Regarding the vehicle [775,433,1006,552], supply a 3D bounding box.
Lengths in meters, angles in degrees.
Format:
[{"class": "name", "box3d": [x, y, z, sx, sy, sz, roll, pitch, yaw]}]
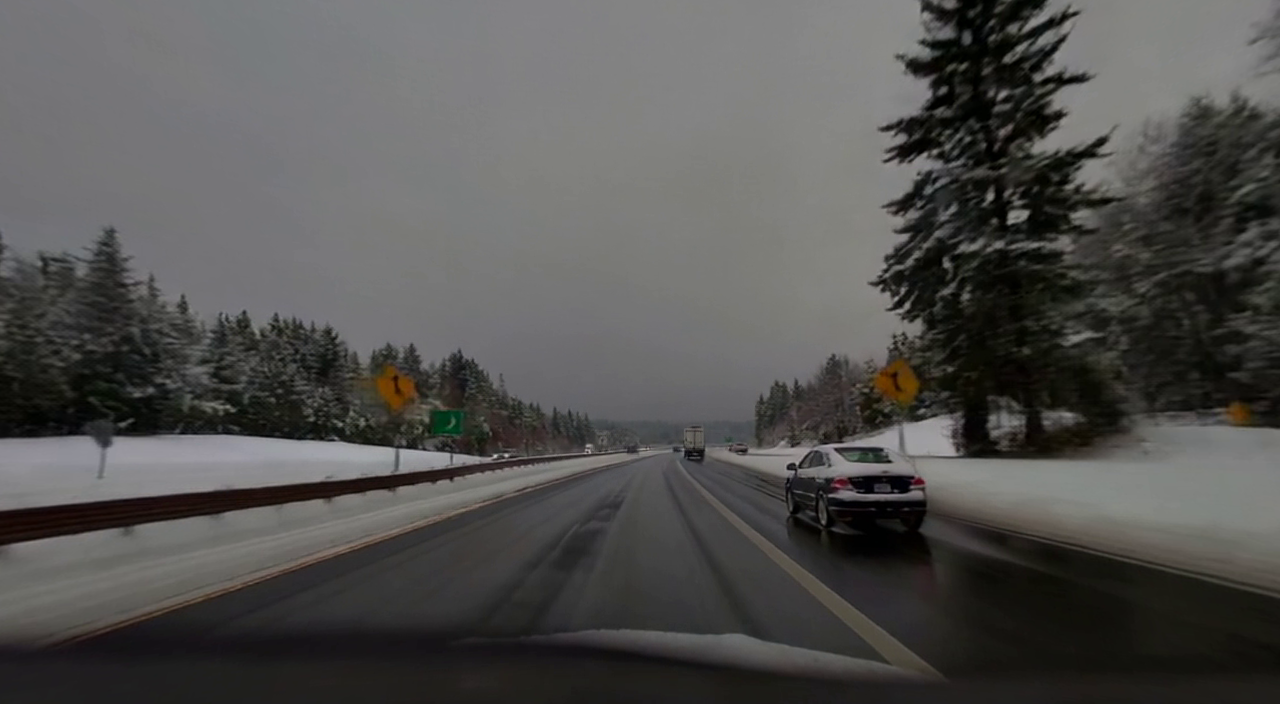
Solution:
[{"class": "vehicle", "box3d": [3.606, 2.095, 10.061, 1.938, 1.456, 4.204, 0, -9, 0]}]
